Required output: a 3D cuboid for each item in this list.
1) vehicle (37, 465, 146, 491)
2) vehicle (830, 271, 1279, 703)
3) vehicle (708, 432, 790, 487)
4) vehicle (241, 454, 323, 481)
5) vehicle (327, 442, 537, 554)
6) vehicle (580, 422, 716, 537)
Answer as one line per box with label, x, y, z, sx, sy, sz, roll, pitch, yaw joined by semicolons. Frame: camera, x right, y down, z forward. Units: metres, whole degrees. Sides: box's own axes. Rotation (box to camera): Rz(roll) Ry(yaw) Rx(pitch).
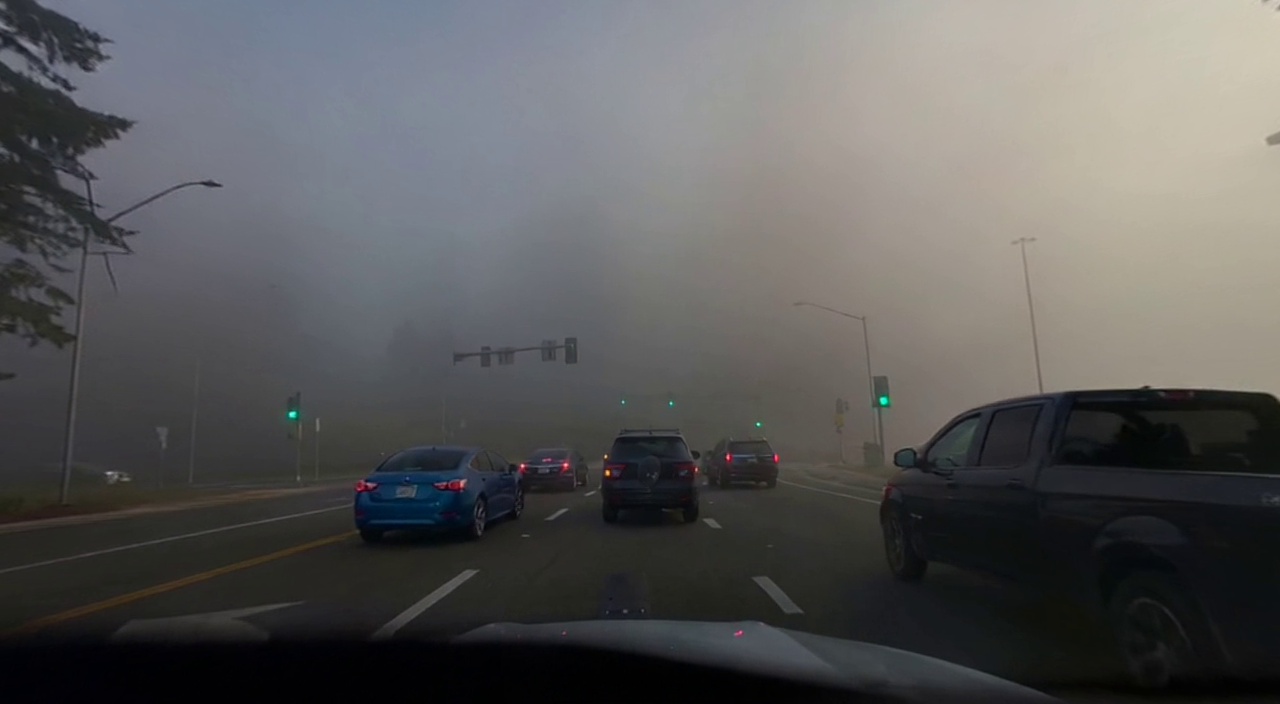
vehicle;-36.293;8.347;41.848;5.100;1.533;2.032;1;-8;-5
vehicle;3.463;1.005;4.366;2.571;1.857;5.841;0;-8;1
vehicle;4.130;4.190;24.934;2.408;1.908;5.355;0;-8;1
vehicle;-26.704;8.675;47.164;4.606;1.867;2.226;0;-14;2
vehicle;-3.181;2.310;10.878;1.909;1.476;4.751;0;-8;1
vehicle;0.159;2.288;11.874;2.113;1.768;3.901;0;-8;1
